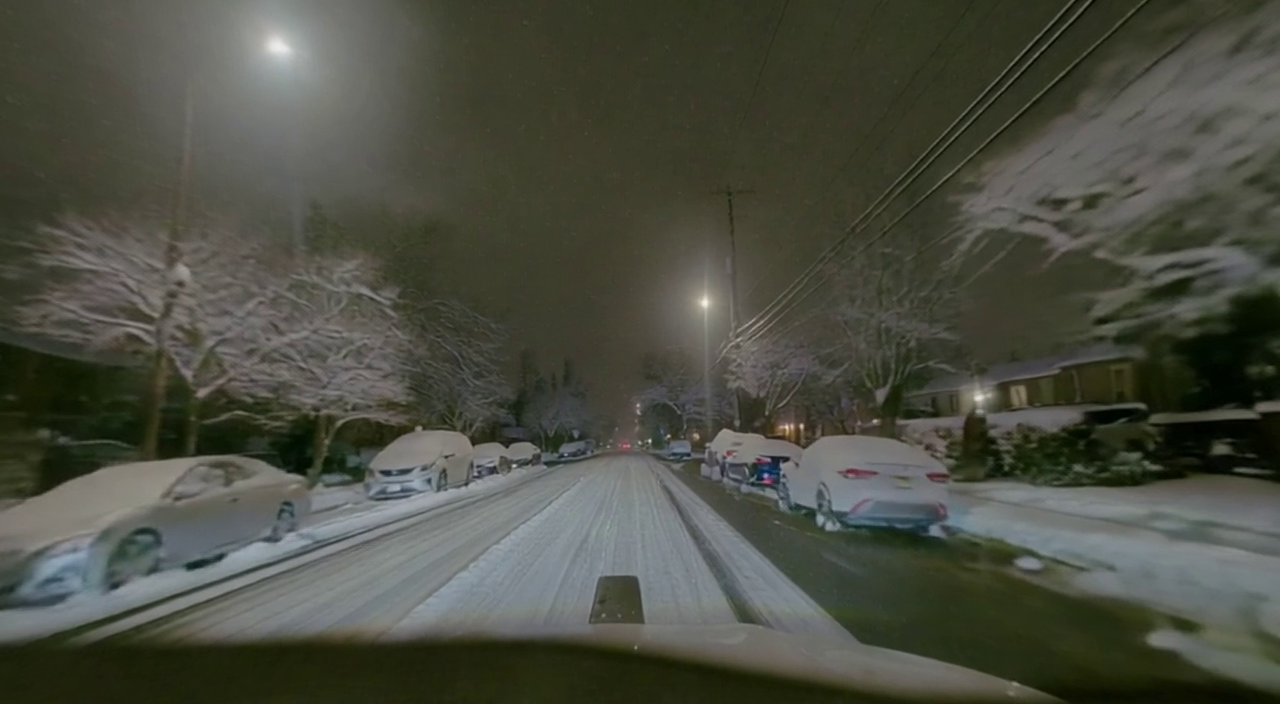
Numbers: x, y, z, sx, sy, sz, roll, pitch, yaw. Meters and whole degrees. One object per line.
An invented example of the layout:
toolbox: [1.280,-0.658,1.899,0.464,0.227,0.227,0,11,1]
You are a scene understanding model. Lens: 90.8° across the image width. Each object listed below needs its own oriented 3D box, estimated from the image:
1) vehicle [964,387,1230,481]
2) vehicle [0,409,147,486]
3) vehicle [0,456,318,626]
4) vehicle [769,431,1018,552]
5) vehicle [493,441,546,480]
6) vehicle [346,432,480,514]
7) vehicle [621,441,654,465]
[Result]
vehicle: [10.414,1.885,14.365,5.782,1.786,2.233,3,-10,-25]
vehicle: [-18.864,2.874,18.921,5.916,2.146,2.717,4,-11,-28]
vehicle: [-6.049,2.099,7.892,1.951,1.327,4.191,-2,-7,-1]
vehicle: [3.695,2.121,10.434,2.039,1.480,4.831,0,-8,-1]
vehicle: [-6.238,5.634,33.249,1.769,1.572,4.990,-4,-6,-1]
vehicle: [-6.113,3.235,17.754,2.115,1.820,5.002,-3,-7,-3]
vehicle: [-0.219,6.633,41.690,2.062,1.509,4.305,0,-8,-1]
